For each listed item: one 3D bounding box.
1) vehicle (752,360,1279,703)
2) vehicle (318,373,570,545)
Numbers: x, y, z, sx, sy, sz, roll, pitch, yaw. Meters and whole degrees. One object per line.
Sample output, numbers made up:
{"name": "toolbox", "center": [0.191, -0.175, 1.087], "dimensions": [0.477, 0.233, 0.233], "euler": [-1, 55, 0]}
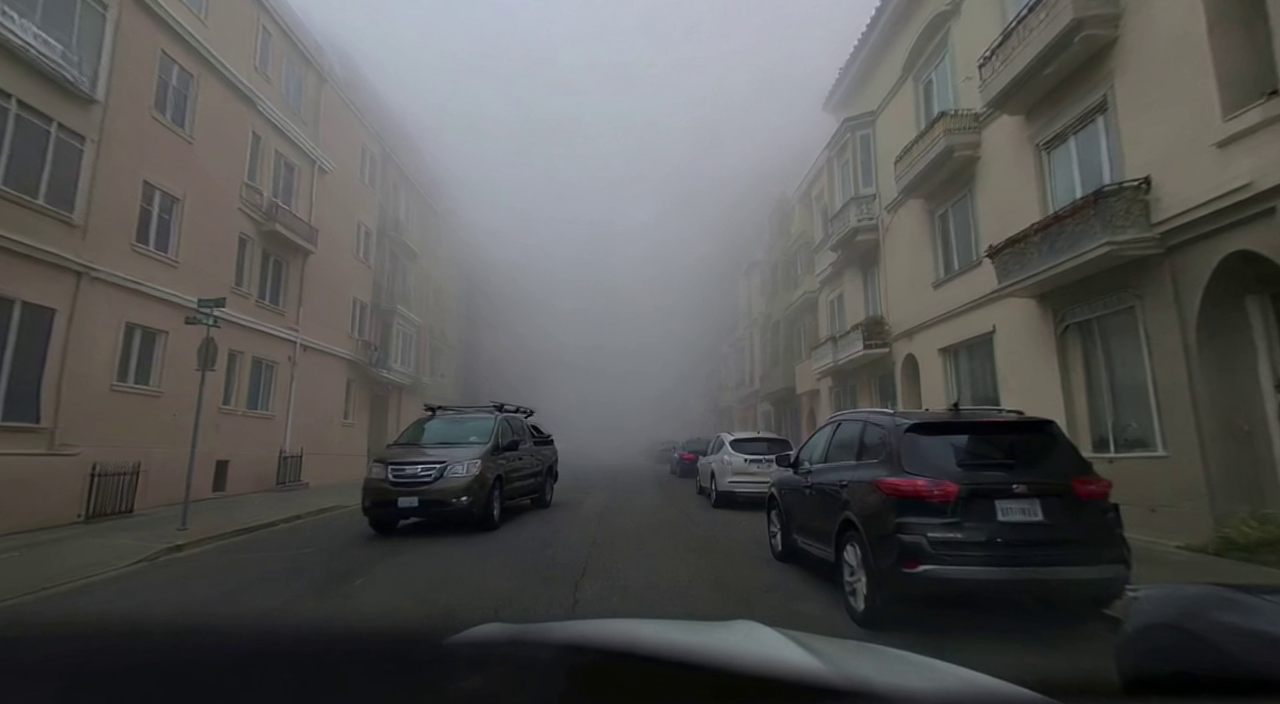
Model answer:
{"name": "vehicle", "center": [2.222, 1.165, 5.067], "dimensions": [1.897, 1.717, 4.028], "euler": [0, -8, 0]}
{"name": "vehicle", "center": [-2.733, 1.685, 10.553], "dimensions": [2.195, 2.103, 5.420], "euler": [-1, -8, 3]}
